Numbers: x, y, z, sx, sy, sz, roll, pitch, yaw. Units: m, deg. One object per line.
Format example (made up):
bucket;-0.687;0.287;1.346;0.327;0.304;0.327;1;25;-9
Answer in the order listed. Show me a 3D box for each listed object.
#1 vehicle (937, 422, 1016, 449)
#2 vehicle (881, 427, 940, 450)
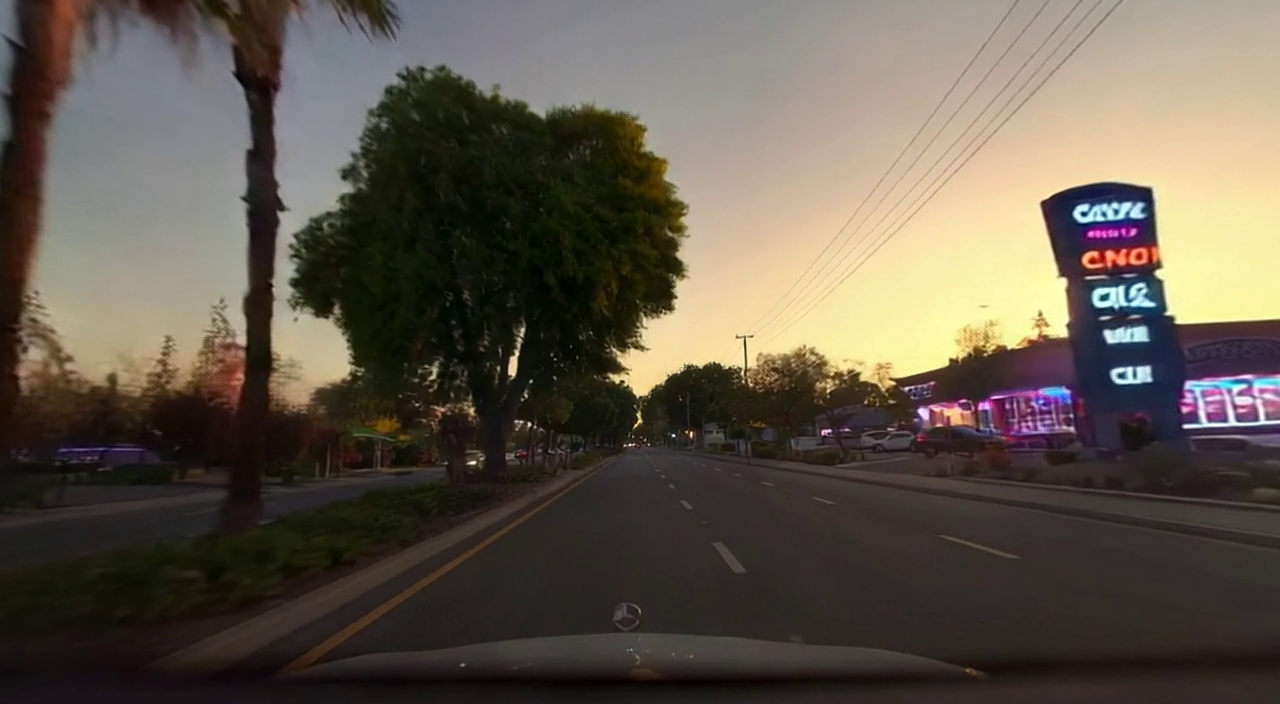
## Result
vehicle;19.039;4.786;36.003;1.797;1.425;4.645;0;-8;-2
vehicle;18.939;6.148;44.430;2.091;1.429;4.352;-2;-9;-1
